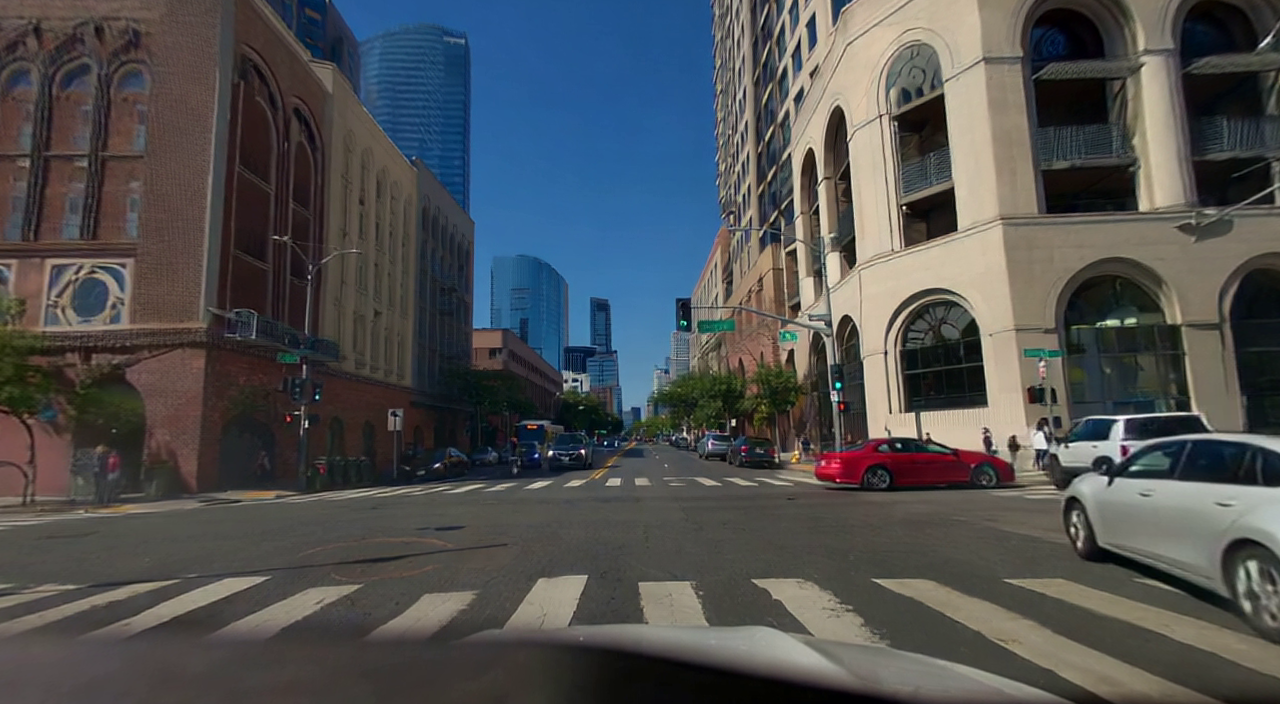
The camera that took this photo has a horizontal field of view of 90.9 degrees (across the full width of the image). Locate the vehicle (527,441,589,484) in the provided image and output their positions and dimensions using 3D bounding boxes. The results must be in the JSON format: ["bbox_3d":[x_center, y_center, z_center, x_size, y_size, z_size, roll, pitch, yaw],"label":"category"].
[{"bbox_3d":[-2.920,4.039,23.384,1.904,1.402,4.759,0,-8,-3],"label":"vehicle"}]

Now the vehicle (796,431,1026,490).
[{"bbox_3d":[7.179,2.947,17.331,5.388,1.465,2.050,-1,-8,9],"label":"vehicle"}]

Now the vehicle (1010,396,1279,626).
[{"bbox_3d":[5.408,1.263,5.600,1.912,1.505,4.889,-1,-8,9],"label":"vehicle"}]

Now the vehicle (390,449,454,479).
[{"bbox_3d":[-11.924,6.119,34.798,1.998,1.505,4.405,0,-8,0],"label":"vehicle"}]

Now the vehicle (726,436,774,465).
[{"bbox_3d":[6.252,5.649,36.308,1.926,1.574,3.961,0,-8,-2],"label":"vehicle"}]
